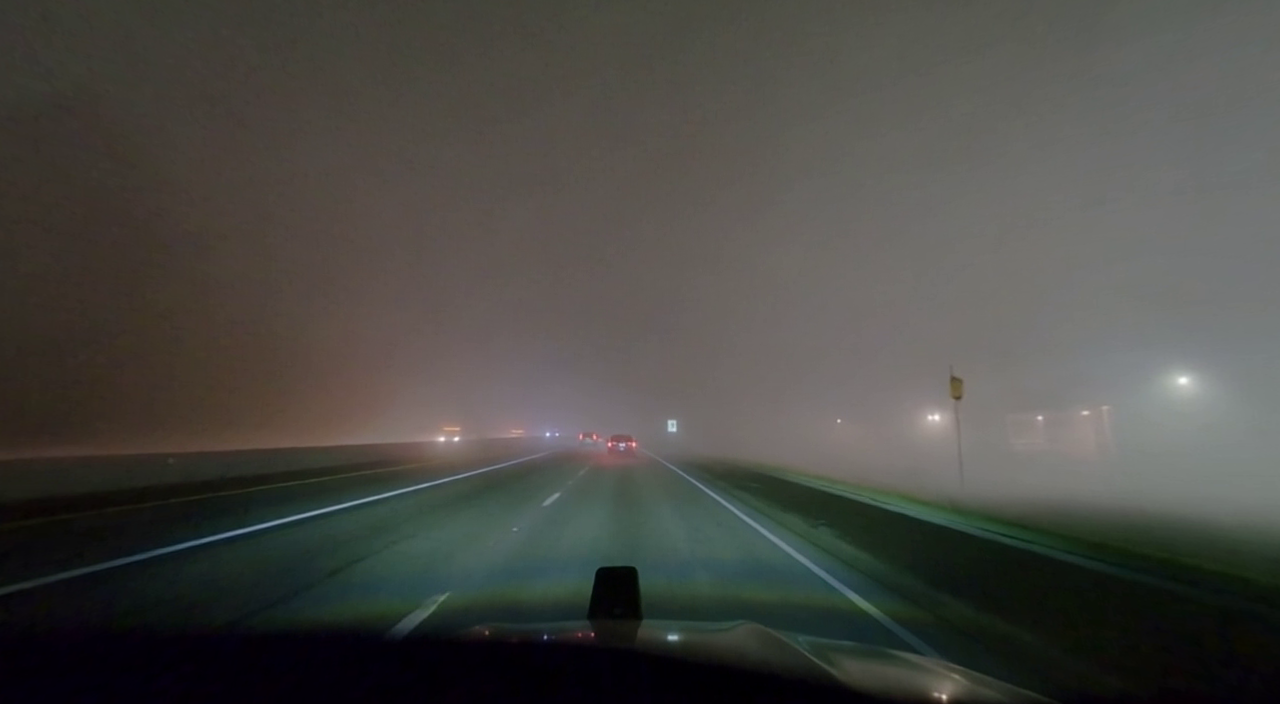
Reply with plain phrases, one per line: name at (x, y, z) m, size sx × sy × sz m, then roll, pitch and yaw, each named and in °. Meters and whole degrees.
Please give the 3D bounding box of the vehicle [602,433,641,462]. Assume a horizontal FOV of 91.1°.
vehicle at (-1.008, 5.155, 34.147) m, size 1.948 × 1.470 × 3.913 m, roll 0°, pitch -8°, yaw -2°
